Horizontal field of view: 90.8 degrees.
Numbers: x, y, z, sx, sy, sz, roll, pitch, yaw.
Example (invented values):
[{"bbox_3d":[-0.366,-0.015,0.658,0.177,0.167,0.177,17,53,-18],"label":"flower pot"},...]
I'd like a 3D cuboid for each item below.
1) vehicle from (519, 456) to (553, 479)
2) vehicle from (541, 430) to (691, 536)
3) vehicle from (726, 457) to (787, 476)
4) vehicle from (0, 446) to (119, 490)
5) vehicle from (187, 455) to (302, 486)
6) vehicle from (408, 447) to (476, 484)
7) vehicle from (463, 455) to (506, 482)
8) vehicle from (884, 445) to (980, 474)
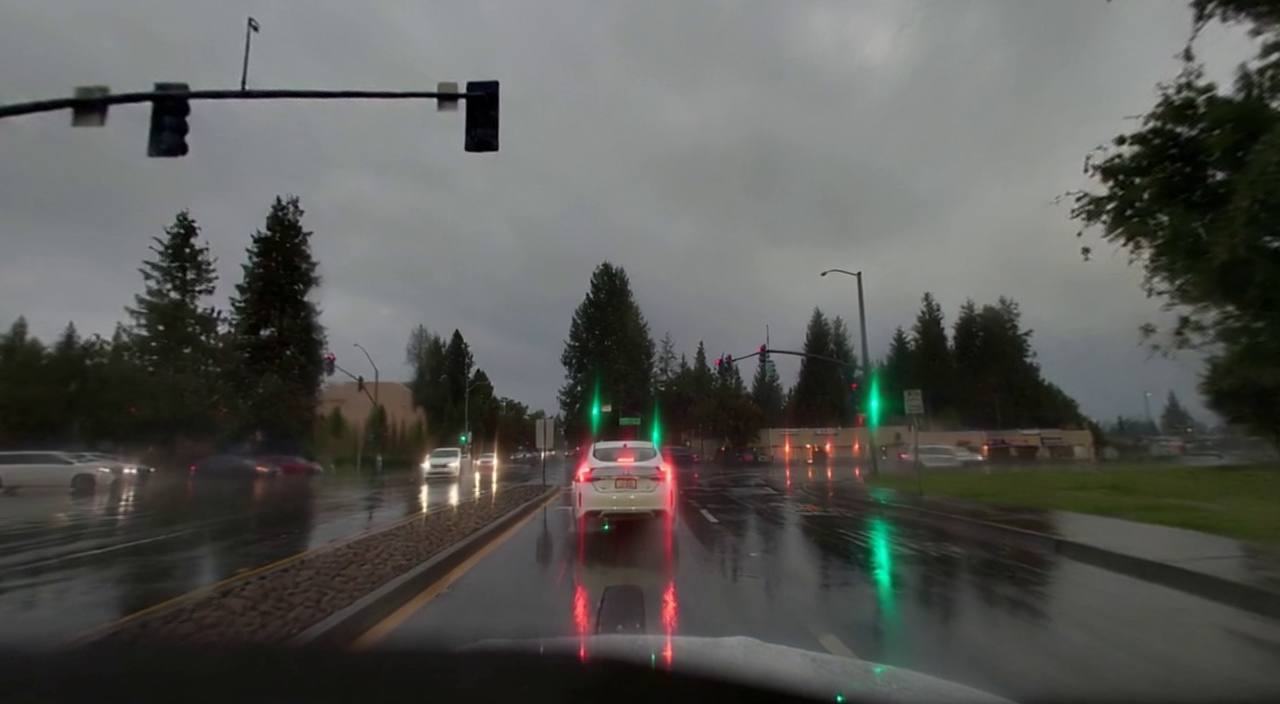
[{"bbox_3d":[-7.408,8.257,45.310,2.077,1.449,4.838,1,-9,-6],"label":"vehicle"},{"bbox_3d":[-0.367,2.174,11.103,2.112,1.479,4.264,0,-9,-1],"label":"vehicle"},{"bbox_3d":[9.090,8.975,49.532,4.254,1.359,1.895,2,-9,-15],"label":"vehicle"},{"bbox_3d":[-25.745,4.923,26.955,4.877,1.754,1.978,2,-9,-13],"label":"vehicle"},{"bbox_3d":[-20.045,6.023,32.206,4.548,1.449,1.802,2,-9,-13],"label":"vehicle"},{"bbox_3d":[-8.506,4.890,27.528,2.073,1.459,4.495,1,-9,-8],"label":"vehicle"},{"bbox_3d":[-10.104,7.591,41.390,2.078,1.534,4.646,1,-9,-5],"label":"vehicle"},{"bbox_3d":[15.627,5.715,33.829,4.601,1.485,1.929,3,-9,-21],"label":"vehicle"}]
